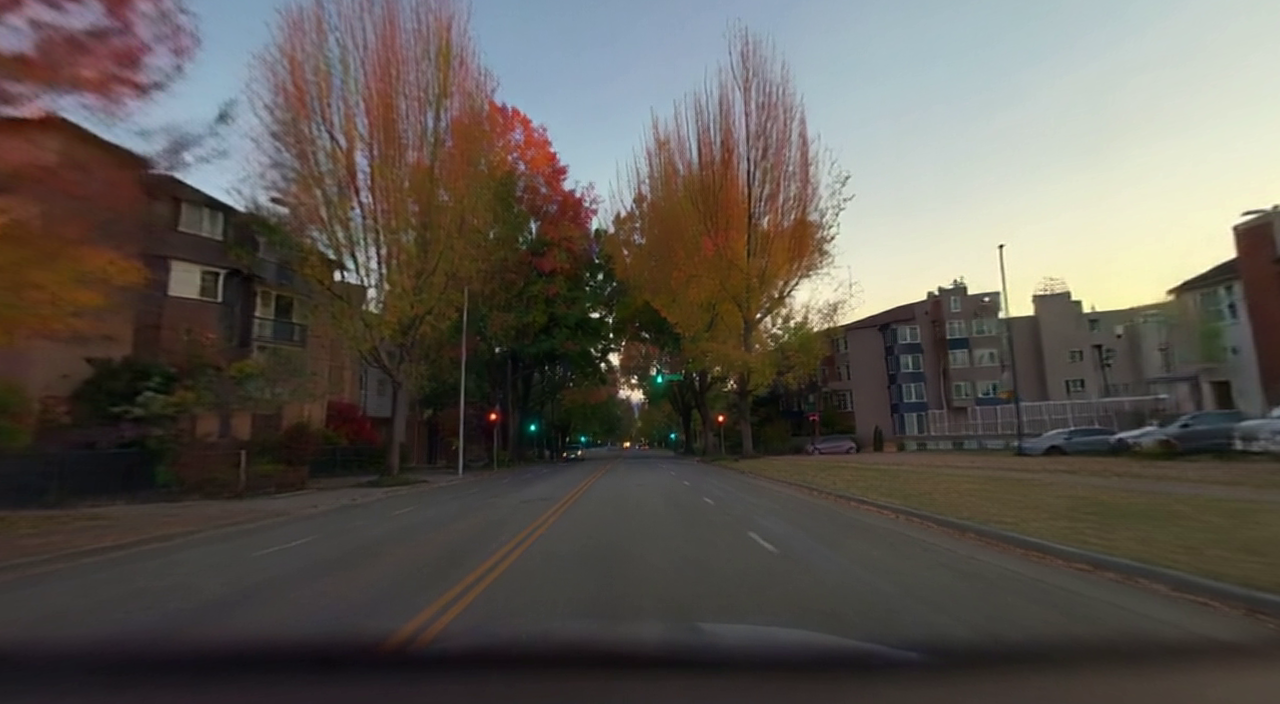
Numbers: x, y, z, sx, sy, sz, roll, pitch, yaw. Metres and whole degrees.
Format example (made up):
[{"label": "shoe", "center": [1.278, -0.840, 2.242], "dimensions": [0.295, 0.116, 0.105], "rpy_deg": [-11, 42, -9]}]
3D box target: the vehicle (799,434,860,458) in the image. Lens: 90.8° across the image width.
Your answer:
[{"label": "vehicle", "center": [14.497, 7.208, 48.313], "dimensions": [4.365, 1.702, 1.897], "rpy_deg": [-3, -9, 18]}]
